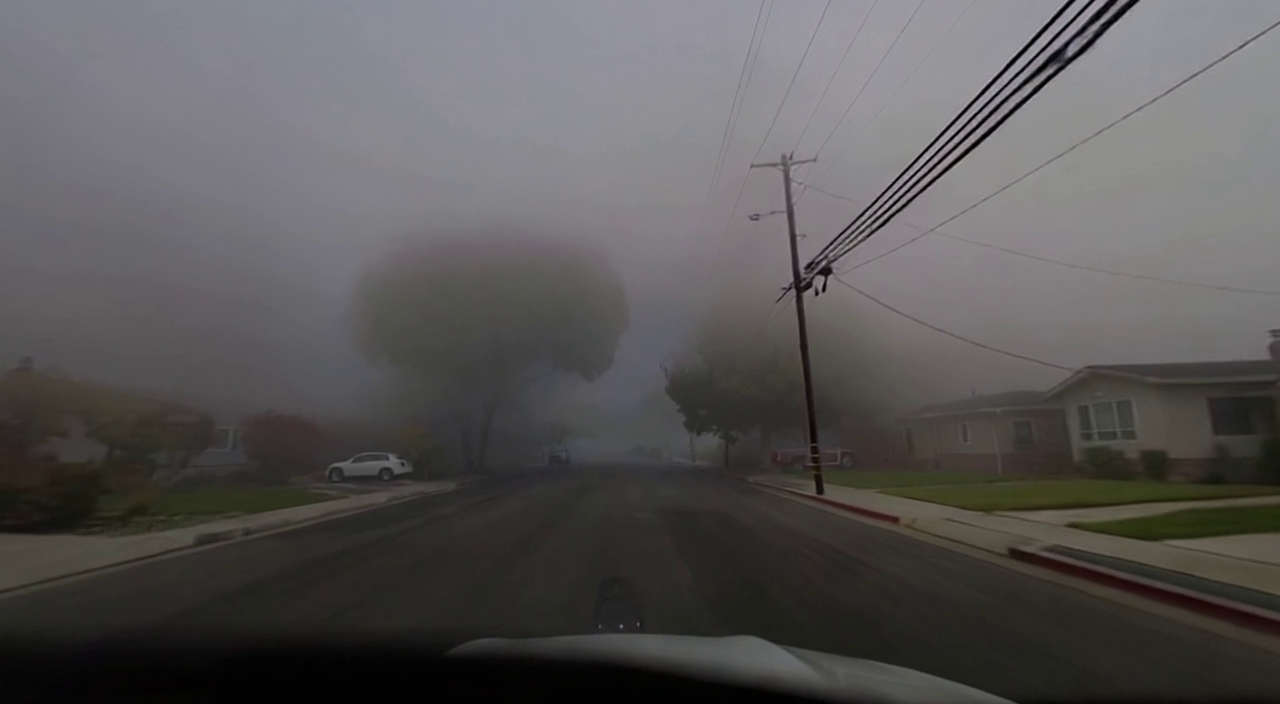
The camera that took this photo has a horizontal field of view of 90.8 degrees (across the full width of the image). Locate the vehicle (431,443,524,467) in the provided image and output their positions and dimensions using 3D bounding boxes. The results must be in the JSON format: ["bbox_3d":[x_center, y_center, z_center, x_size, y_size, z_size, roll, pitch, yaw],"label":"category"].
[{"bbox_3d":[-12.603,8.045,49.417,6.619,1.759,2.632,0,-8,-2],"label":"vehicle"}]

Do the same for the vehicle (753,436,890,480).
[{"bbox_3d":[8.720,5.132,30.863,5.890,1.896,2.459,-1,-8,-1],"label":"vehicle"}]

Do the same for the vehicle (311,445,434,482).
[{"bbox_3d":[-11.401,4.778,27.191,4.371,1.482,1.954,0,-9,-3],"label":"vehicle"}]
